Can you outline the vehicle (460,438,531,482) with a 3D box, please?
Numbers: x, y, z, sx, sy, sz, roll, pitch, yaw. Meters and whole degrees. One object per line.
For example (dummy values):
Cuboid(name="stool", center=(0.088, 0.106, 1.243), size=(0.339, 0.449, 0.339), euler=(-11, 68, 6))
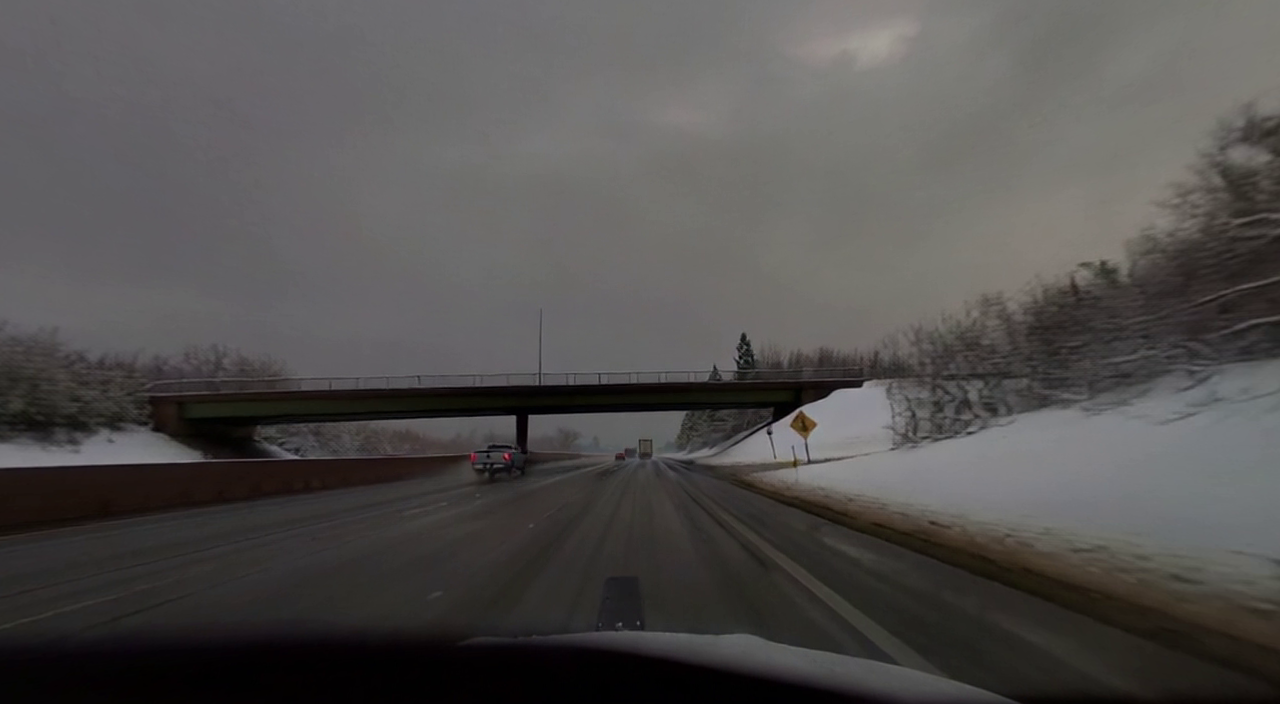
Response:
Cuboid(name="vehicle", center=(-6.915, 5.237, 30.812), size=(2.232, 1.947, 5.180), euler=(0, -9, 0))
